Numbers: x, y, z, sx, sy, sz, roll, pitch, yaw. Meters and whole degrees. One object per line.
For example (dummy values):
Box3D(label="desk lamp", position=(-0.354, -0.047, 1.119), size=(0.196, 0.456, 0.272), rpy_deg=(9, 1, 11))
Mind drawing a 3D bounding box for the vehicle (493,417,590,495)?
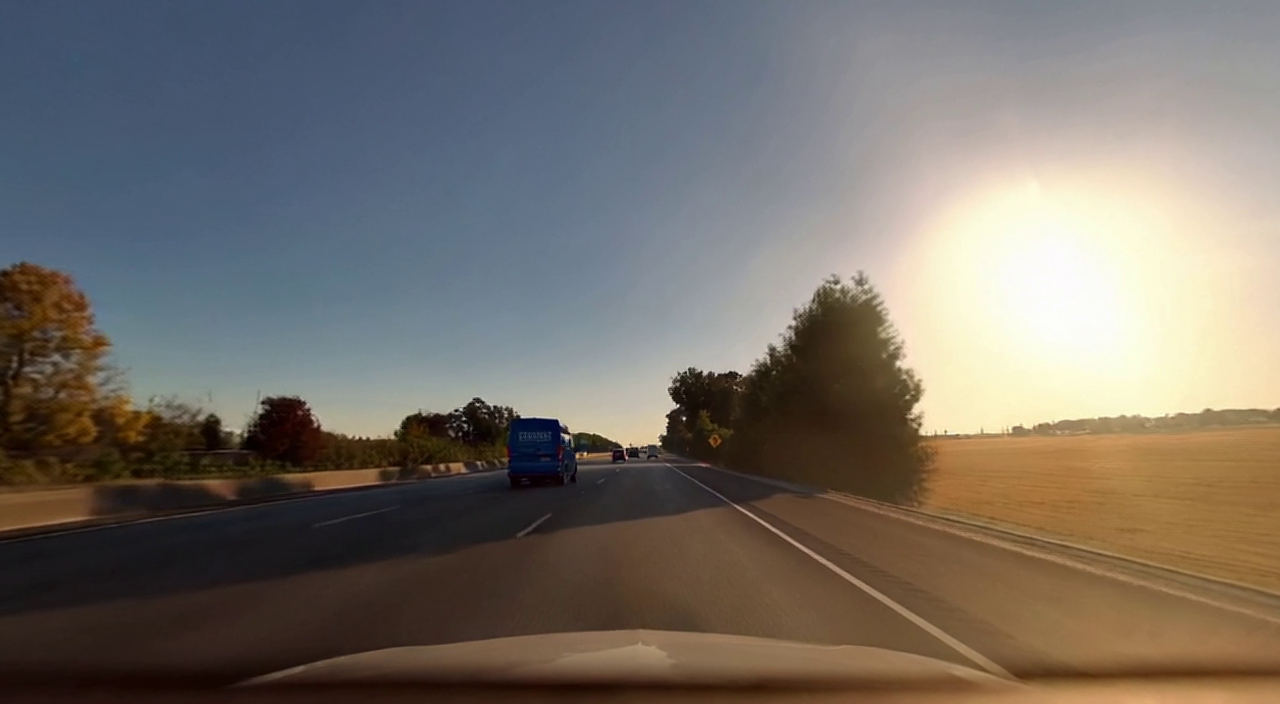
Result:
Box3D(label="vehicle", position=(-3.193, 3.551, 21.780), size=(2.360, 2.367, 5.223), rpy_deg=(0, -9, 1))
